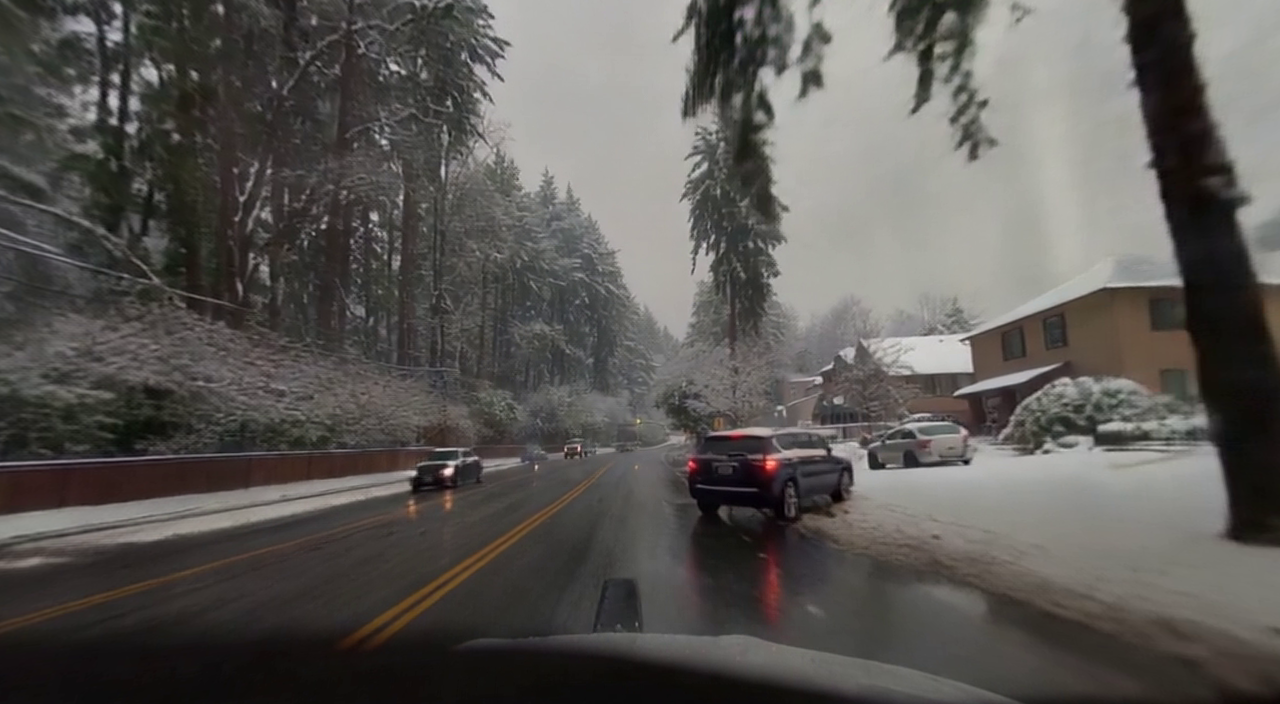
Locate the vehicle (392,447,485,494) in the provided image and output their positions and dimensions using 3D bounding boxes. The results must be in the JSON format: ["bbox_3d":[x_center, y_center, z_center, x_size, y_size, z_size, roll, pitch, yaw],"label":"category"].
[{"bbox_3d":[-7.194,4.240,22.998,1.894,1.476,4.429,-2,-8,1],"label":"vehicle"}]

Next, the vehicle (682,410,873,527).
[{"bbox_3d":[2.984,2.253,12.750,2.268,1.862,4.724,-5,-10,31],"label":"vehicle"}]

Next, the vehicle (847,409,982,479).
[{"bbox_3d":[8.577,3.007,20.292,2.007,1.803,4.835,-5,-9,-1],"label":"vehicle"}]
